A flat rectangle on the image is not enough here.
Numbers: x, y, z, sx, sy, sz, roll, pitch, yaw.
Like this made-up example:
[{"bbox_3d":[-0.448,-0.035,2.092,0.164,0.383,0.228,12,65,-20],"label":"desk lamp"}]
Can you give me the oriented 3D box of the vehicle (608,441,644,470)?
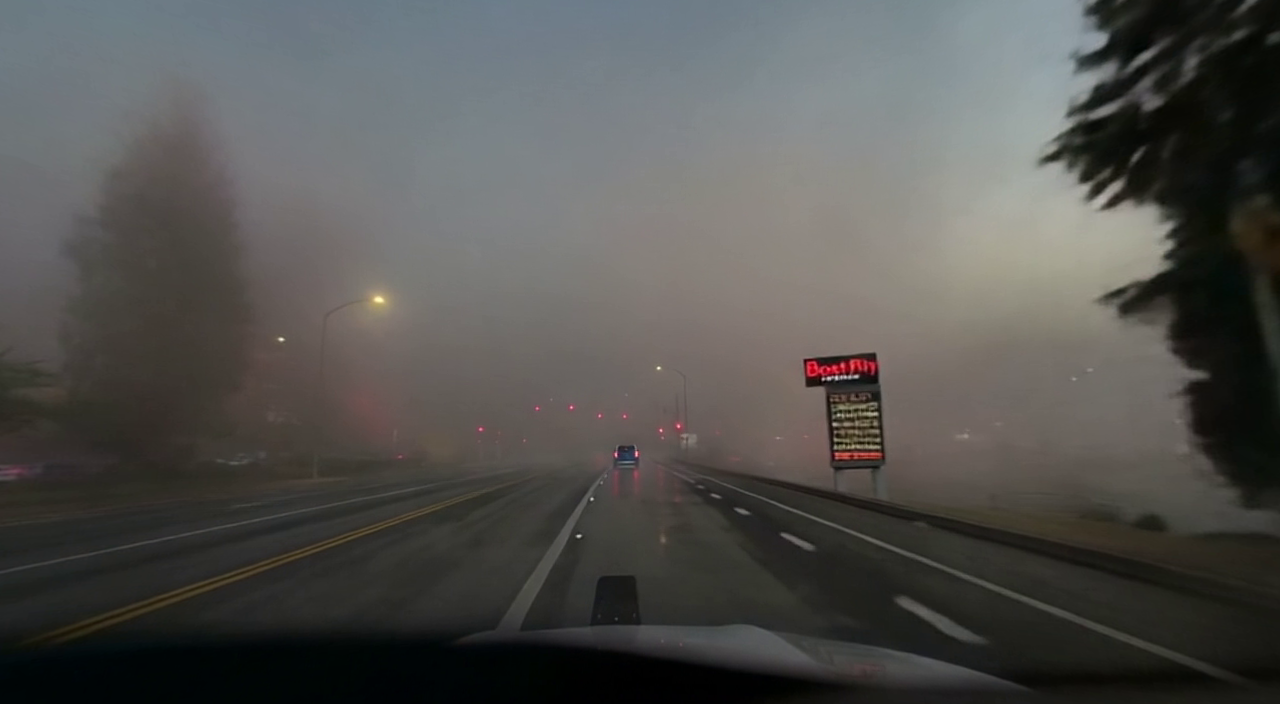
[{"bbox_3d":[-0.846,6.297,38.532,2.024,1.628,4.774,0,-9,-1],"label":"vehicle"}]
